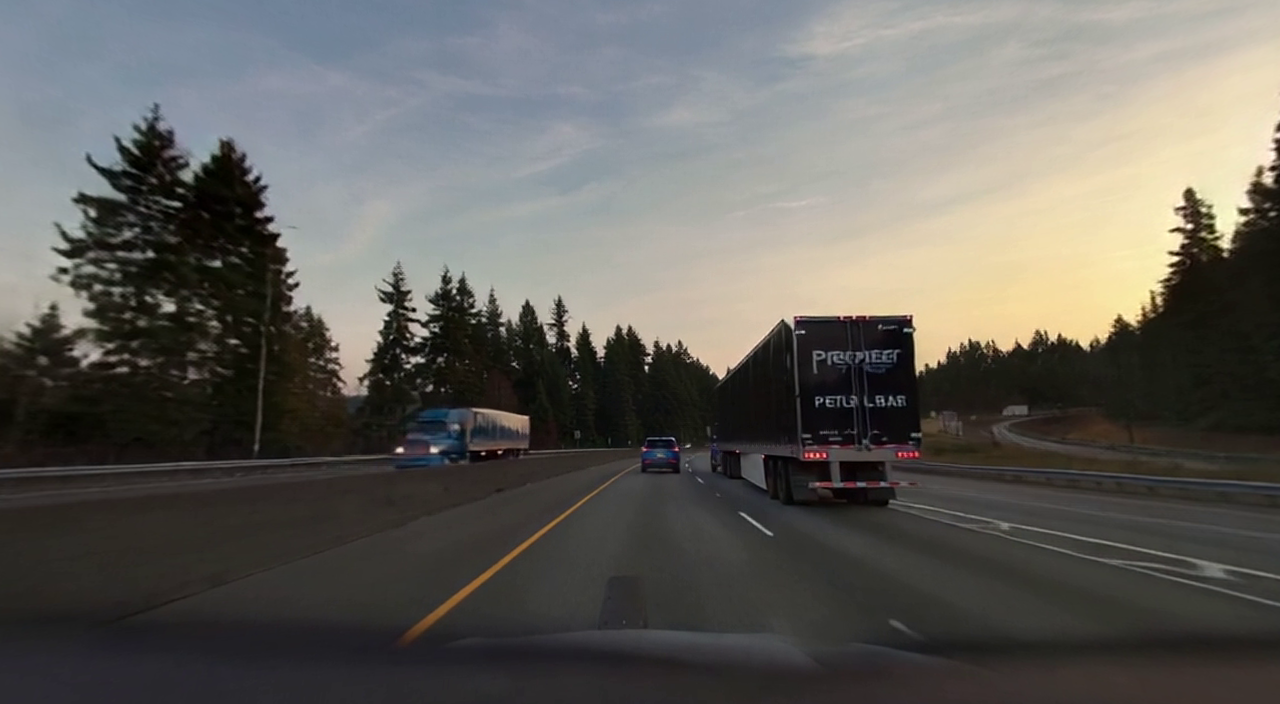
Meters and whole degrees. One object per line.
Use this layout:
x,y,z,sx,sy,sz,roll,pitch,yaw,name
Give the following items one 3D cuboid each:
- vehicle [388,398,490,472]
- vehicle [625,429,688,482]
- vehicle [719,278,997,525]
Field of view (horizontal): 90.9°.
-12.000,5.144,38.712,3.038,3.995,8.330,-1,-8,4,vehicle
0.651,4.034,24.776,2.222,1.848,4.610,-1,-8,2,vehicle
4.647,2.060,18.915,2.899,4.160,16.621,-1,-9,2,vehicle
